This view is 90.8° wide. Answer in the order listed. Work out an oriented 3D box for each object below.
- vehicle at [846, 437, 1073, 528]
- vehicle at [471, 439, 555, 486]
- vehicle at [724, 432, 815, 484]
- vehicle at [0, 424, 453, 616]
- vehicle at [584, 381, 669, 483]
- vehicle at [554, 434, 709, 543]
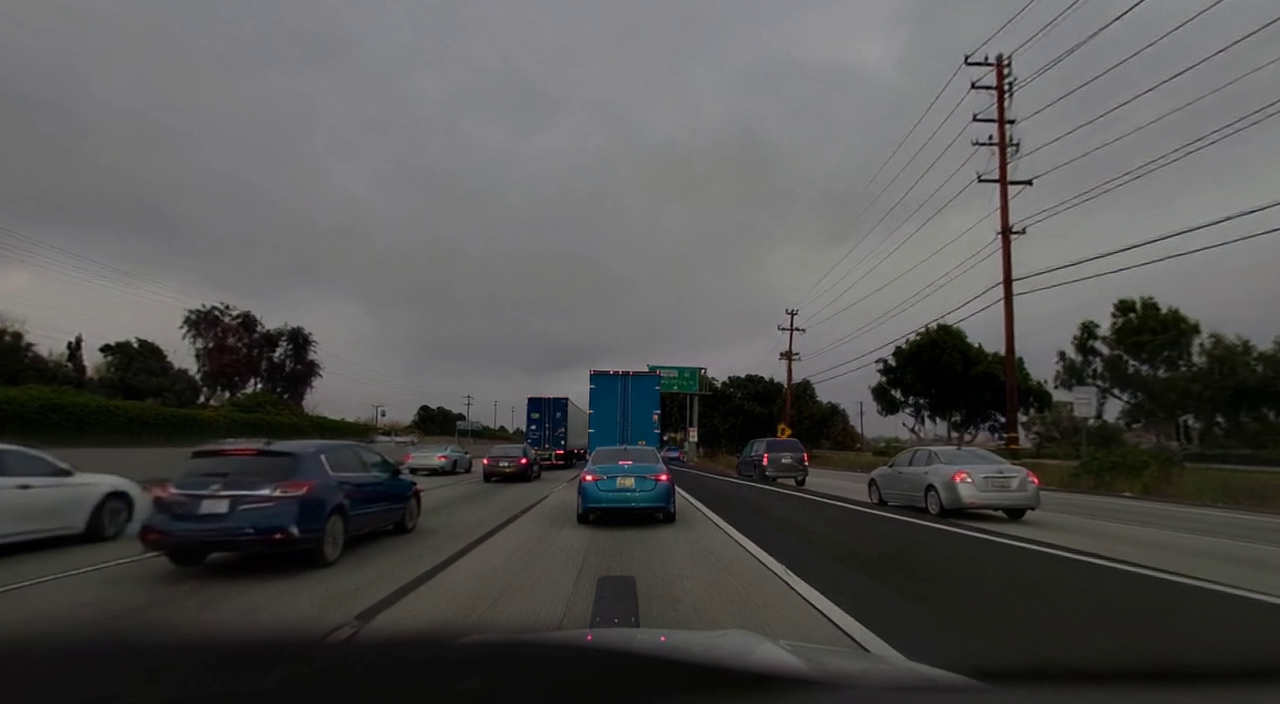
[{"bbox_3d":[5.787,2.388,12.164,1.878,1.406,4.164,1,-9,-6],"label":"vehicle"},{"bbox_3d":[-4.364,3.878,22.517,2.090,1.463,4.968,0,-9,-2],"label":"vehicle"},{"bbox_3d":[4.469,3.745,22.541,2.023,1.676,4.002,1,-9,-6],"label":"vehicle"},{"bbox_3d":[-3.964,1.684,7.503,1.960,1.450,5.246,0,-9,-1],"label":"vehicle"},{"bbox_3d":[-0.641,3.380,25.983,2.909,3.518,8.262,0,-9,-3],"label":"vehicle"},{"bbox_3d":[-0.234,2.176,10.715,2.112,1.463,4.012,0,-9,-4],"label":"vehicle"}]
